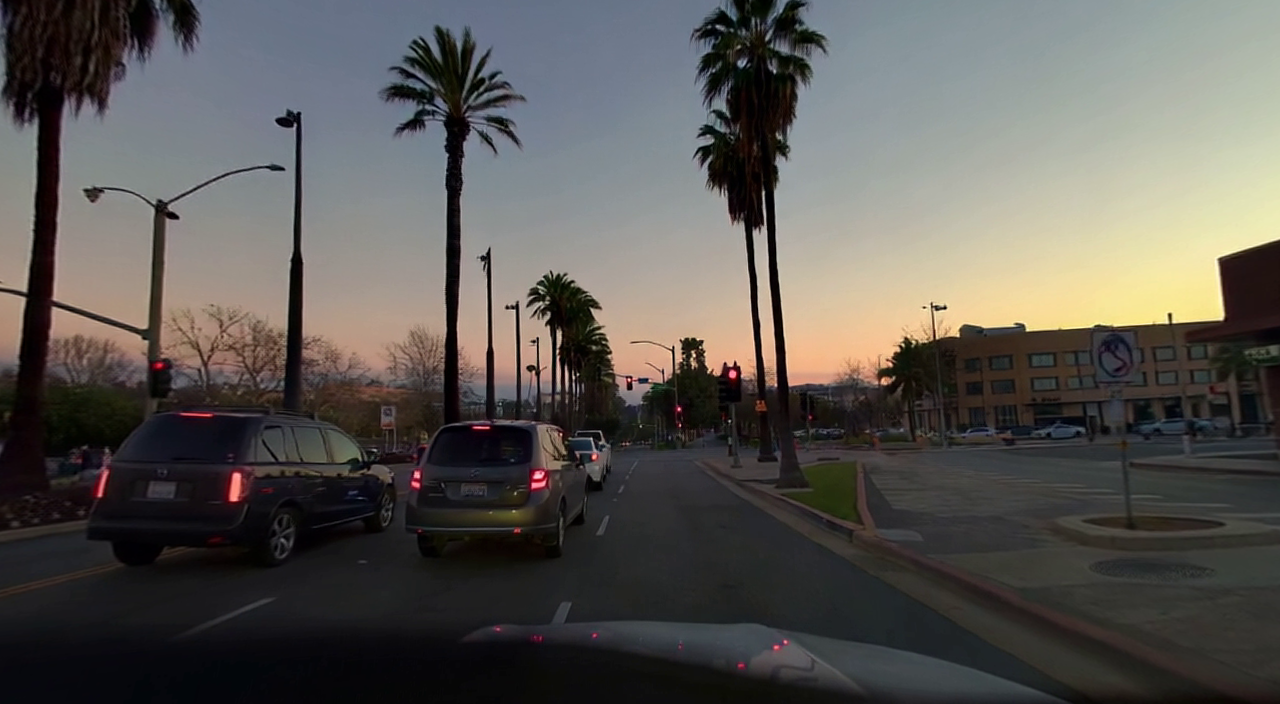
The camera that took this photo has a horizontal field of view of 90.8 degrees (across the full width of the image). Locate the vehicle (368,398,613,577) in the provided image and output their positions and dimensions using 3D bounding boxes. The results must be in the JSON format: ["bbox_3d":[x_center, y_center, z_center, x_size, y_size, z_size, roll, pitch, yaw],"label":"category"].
[{"bbox_3d":[-1.576,1.667,8.494,2.153,1.759,4.320,0,-9,1],"label":"vehicle"}]

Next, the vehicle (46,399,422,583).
[{"bbox_3d":[-5.017,1.791,8.958,2.025,1.862,4.804,0,-9,1],"label":"vehicle"}]
